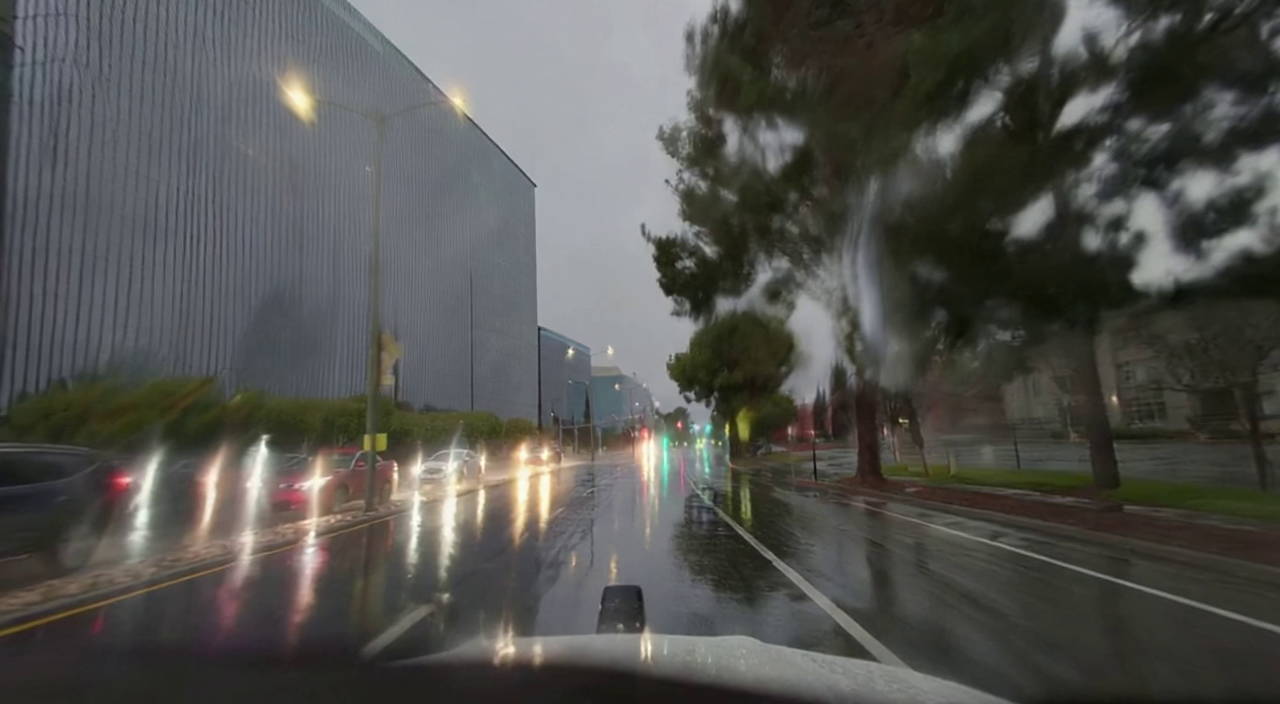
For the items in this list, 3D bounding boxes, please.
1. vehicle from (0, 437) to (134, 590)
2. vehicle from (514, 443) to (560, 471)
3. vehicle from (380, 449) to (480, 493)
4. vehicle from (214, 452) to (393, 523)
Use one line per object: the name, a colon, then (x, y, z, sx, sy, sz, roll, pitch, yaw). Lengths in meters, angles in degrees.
vehicle: (-8.252, 1.733, 6.535, 2.021, 1.704, 4.756, 0, -8, 1)
vehicle: (-6.828, 7.001, 42.327, 1.988, 1.755, 4.568, -1, -8, 4)
vehicle: (-7.874, 4.470, 24.225, 1.983, 1.486, 4.707, 0, -8, 3)
vehicle: (-8.150, 3.285, 15.929, 1.845, 1.456, 4.616, 0, -8, 2)
